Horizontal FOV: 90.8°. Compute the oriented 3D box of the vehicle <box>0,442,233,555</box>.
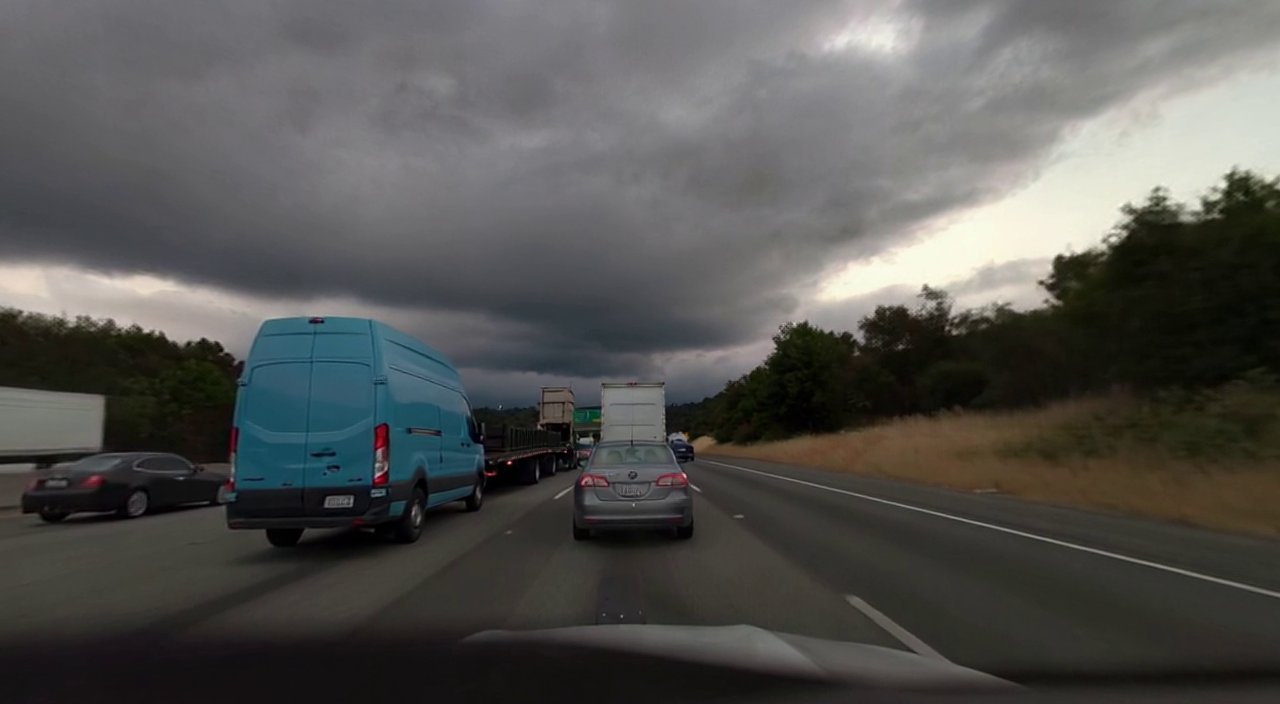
[{"bbox_3d":[-8.880,2.246,10.328,1.797,1.466,3.924,0,-9,0],"label":"vehicle"}]

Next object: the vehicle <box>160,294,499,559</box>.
[{"bbox_3d":[-4.077,1.277,10.215,2.254,2.879,6.656,0,-9,-2],"label":"vehicle"}]

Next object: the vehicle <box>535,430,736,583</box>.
[{"bbox_3d":[-0.077,1.809,8.061,1.995,1.495,3.380,0,-9,-1],"label":"vehicle"}]
